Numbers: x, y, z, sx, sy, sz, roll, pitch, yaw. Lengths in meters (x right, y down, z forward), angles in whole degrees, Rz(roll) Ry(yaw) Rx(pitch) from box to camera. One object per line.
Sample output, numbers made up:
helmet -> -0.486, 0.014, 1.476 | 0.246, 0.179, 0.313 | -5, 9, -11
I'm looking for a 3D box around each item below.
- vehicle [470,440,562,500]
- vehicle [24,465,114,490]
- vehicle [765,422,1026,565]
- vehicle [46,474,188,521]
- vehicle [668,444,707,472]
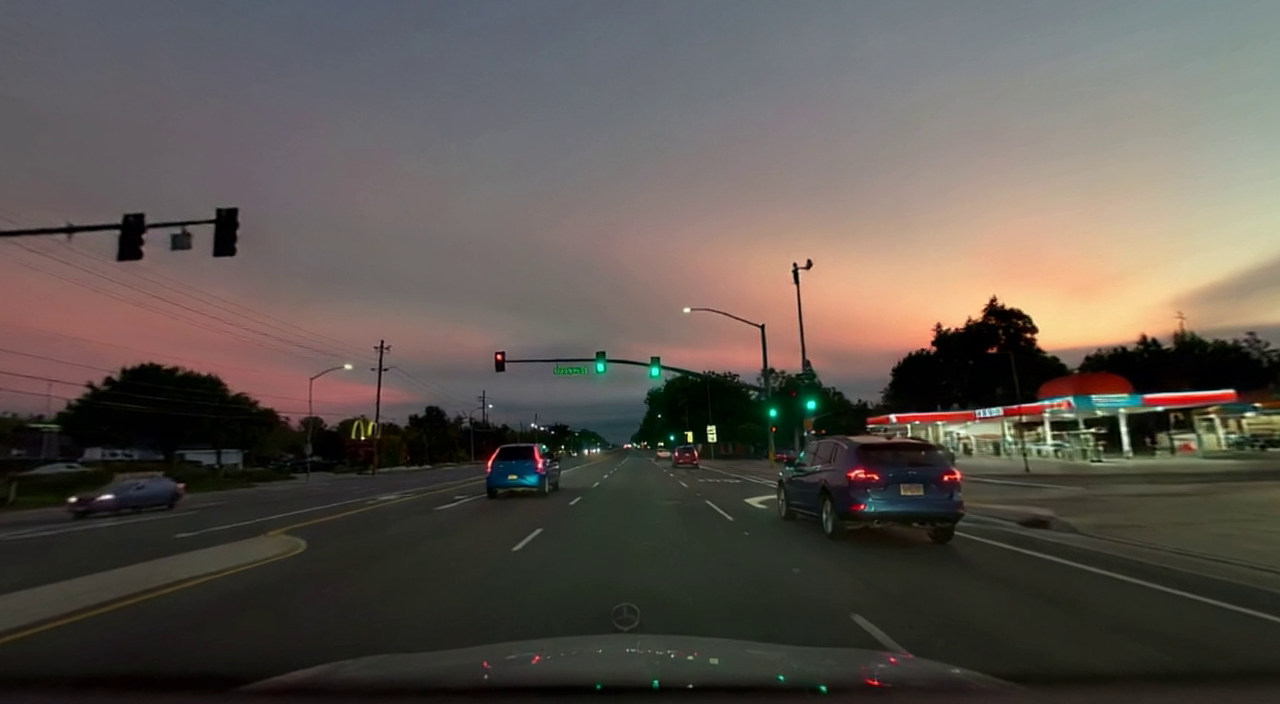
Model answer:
vehicle -> -3.643, 3.536, 19.310 | 1.935, 1.617, 4.045 | 0, -9, 1
vehicle -> -39.578, 8.699, 43.992 | 1.814, 1.452, 4.845 | 0, -9, -1
vehicle -> 3.464, 2.011, 9.748 | 2.085, 1.655, 4.459 | 0, -9, -1
vehicle -> -20.796, 5.765, 25.430 | 1.849, 1.497, 4.444 | 0, -9, 1
vehicle -> 2.998, 6.804, 40.865 | 2.066, 1.699, 4.419 | 0, -9, -2
